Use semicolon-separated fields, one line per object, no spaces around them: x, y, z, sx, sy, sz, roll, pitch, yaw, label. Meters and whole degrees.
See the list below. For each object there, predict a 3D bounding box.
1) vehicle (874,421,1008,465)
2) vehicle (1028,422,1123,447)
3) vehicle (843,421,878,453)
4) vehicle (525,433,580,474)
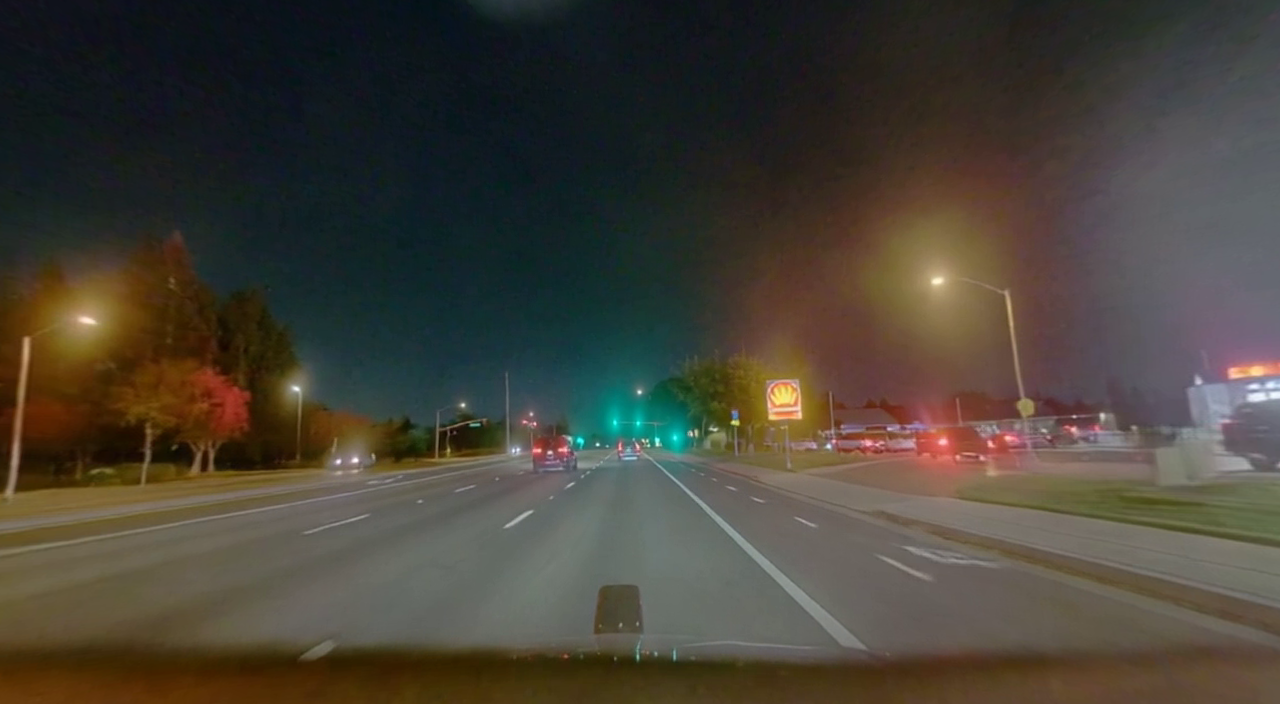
12.874;3.909;27.265;4.612;1.491;2.061;-5;-7;1;vehicle
27.164;5.168;39.519;4.457;1.449;1.833;-1;-8;5;vehicle
14.015;5.420;40.239;1.876;1.693;3.562;6;-5;19;vehicle
-4.036;4.779;29.933;1.985;1.772;4.479;0;-8;0;vehicle
